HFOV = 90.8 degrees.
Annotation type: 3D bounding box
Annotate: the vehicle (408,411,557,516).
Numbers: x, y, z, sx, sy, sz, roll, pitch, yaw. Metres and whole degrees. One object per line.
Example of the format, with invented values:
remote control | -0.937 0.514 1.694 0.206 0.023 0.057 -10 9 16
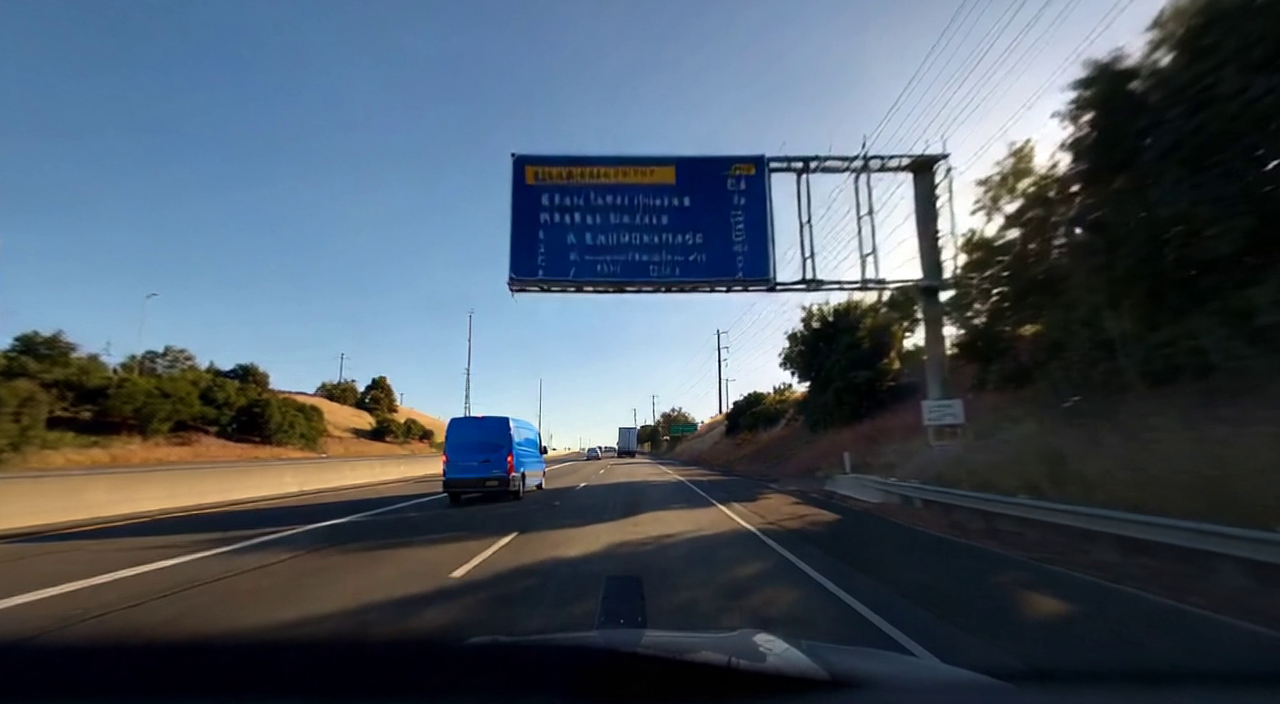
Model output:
vehicle | -3.394 2.555 14.840 2.197 2.011 5.130 0 -9 0
